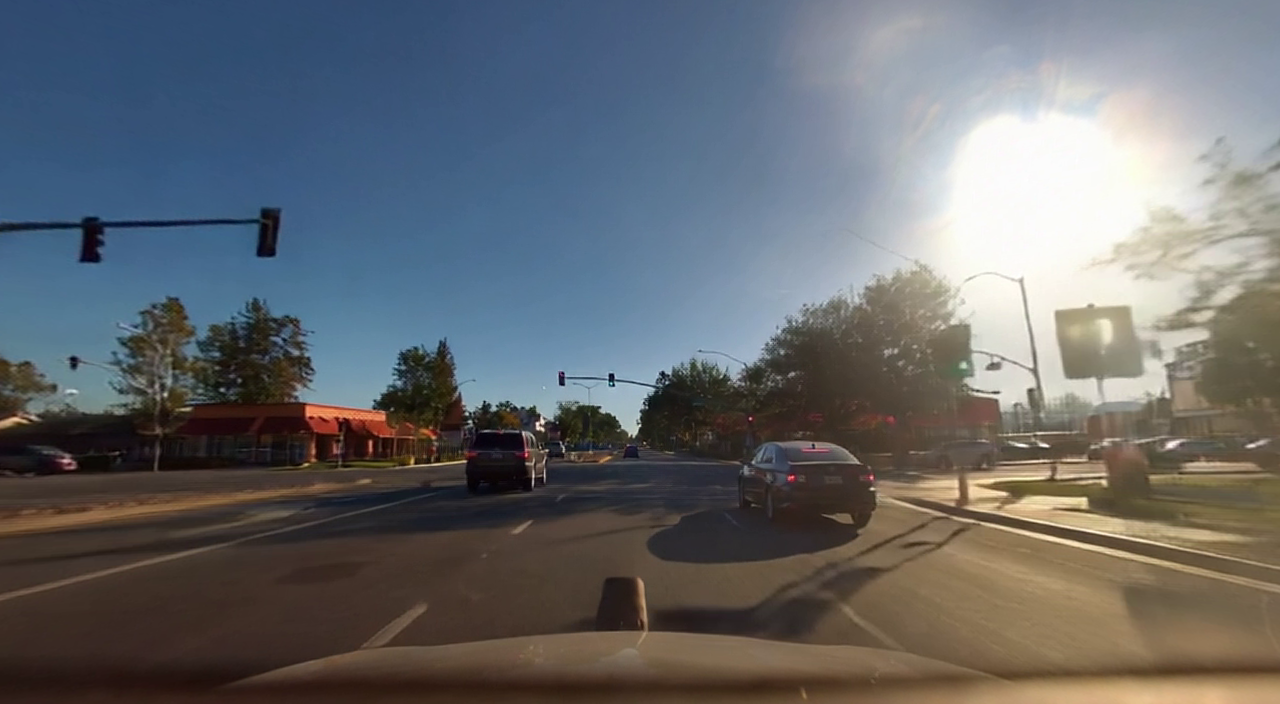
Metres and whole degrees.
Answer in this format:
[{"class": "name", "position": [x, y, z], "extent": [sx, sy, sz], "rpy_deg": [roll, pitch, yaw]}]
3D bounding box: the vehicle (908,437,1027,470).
[{"class": "vehicle", "position": [19.928, 6.228, 38.662], "extent": [5.886, 1.798, 2.407], "rpy_deg": [-1, -9, 0]}]

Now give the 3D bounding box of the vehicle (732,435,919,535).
[{"class": "vehicle", "position": [3.205, 2.408, 12.143], "extent": [1.975, 1.502, 4.787], "rpy_deg": [0, -9, -2]}]

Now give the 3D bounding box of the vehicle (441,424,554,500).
[{"class": "vehicle", "position": [-3.711, 2.969, 17.400], "extent": [1.997, 1.806, 4.500], "rpy_deg": [0, -9, 1]}]

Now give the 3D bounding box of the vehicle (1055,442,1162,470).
[{"class": "vehicle", "position": [28.297, 6.273, 38.273], "extent": [4.874, 1.625, 1.930], "rpy_deg": [0, -9, 0]}]
